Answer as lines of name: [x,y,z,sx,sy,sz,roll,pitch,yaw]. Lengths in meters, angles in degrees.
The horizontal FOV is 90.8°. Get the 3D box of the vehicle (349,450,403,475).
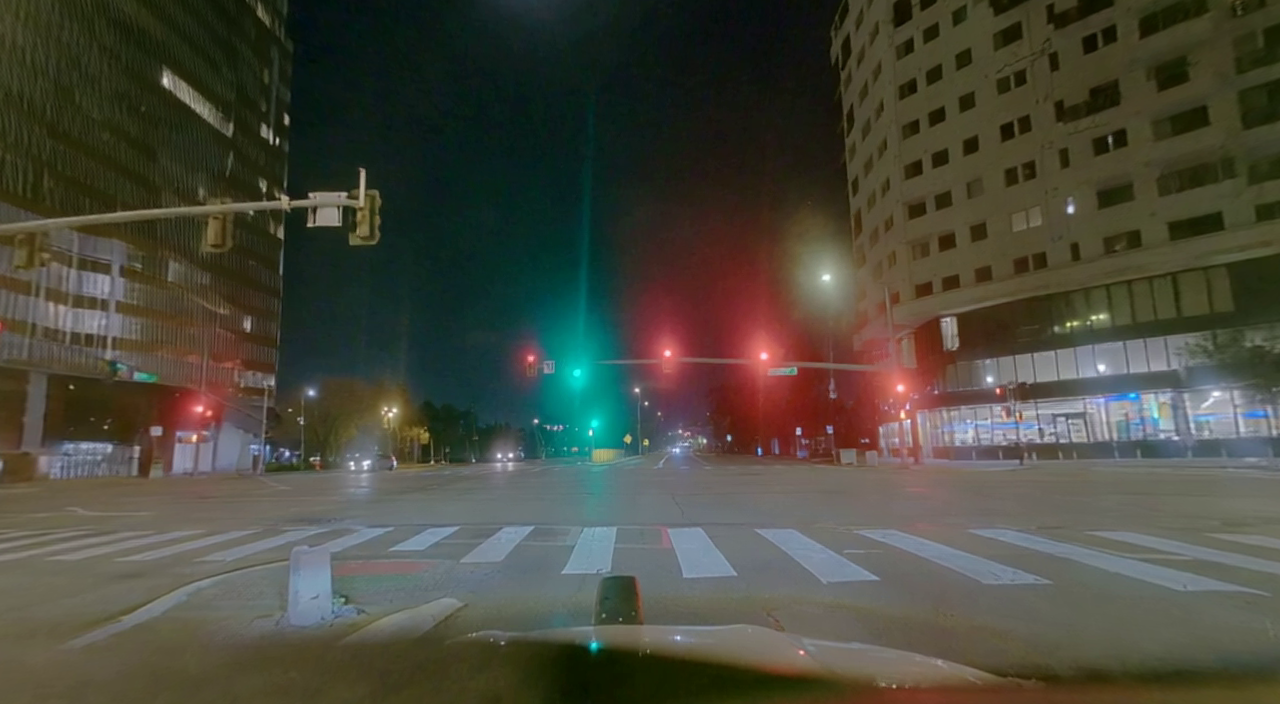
vehicle: [-18.823,7.848,45.226,1.933,1.664,4.255,0,-9,1]
